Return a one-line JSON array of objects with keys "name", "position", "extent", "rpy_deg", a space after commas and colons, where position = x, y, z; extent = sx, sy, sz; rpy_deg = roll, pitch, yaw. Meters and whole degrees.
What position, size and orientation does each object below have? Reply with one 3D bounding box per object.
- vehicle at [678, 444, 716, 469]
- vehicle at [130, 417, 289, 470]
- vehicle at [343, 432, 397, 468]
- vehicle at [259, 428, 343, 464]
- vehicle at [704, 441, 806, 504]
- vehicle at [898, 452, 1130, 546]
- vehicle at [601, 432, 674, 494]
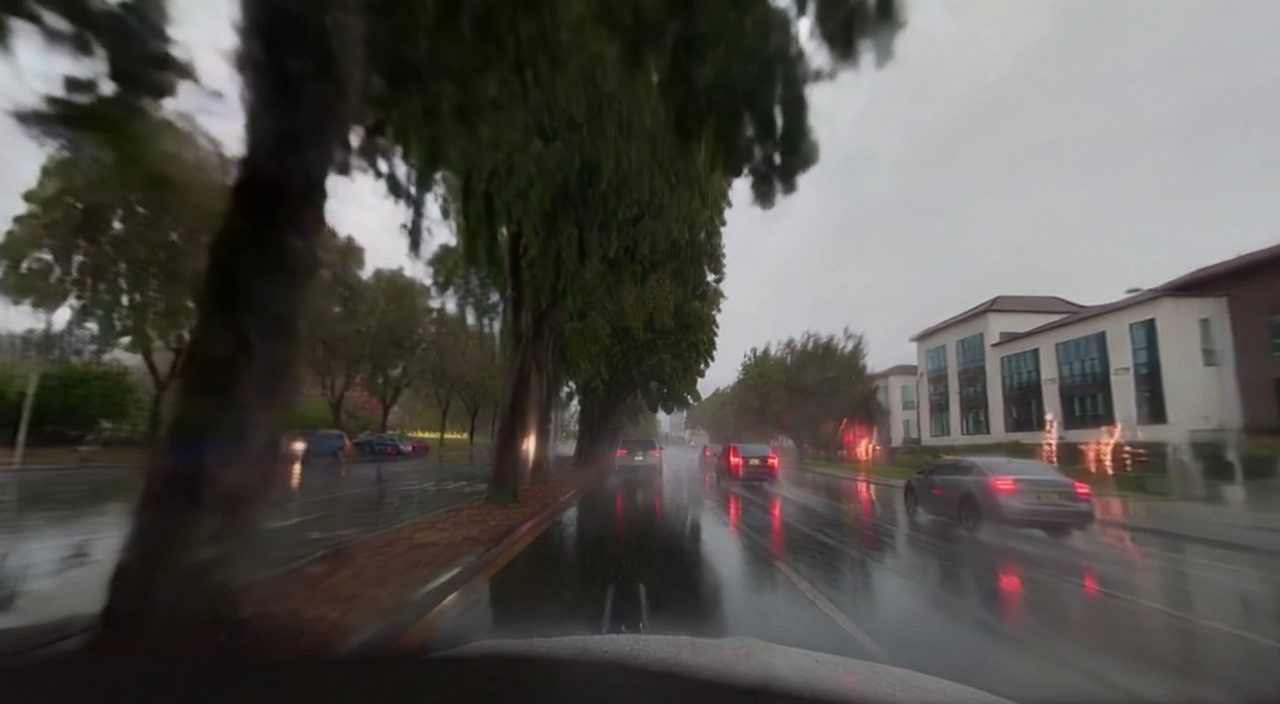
[{"name": "vehicle", "position": [3.602, 6.693, 40.422], "extent": [2.012, 1.462, 4.163], "rpy_deg": [0, -8, -1]}, {"name": "vehicle", "position": [-18.748, 4.077, 27.955], "extent": [2.226, 2.019, 6.809], "rpy_deg": [0, -8, 0]}, {"name": "vehicle", "position": [-13.218, 4.808, 30.905], "extent": [2.161, 1.642, 4.587], "rpy_deg": [3, -9, -21]}, {"name": "vehicle", "position": [-18.567, 5.190, 34.646], "extent": [1.915, 1.824, 4.760], "rpy_deg": [0, -8, 1]}, {"name": "vehicle", "position": [2.968, 3.202, 17.178], "extent": [1.932, 1.510, 4.168], "rpy_deg": [0, -8, -1]}, {"name": "vehicle", "position": [7.030, 2.762, 12.480], "extent": [1.944, 1.458, 4.268], "rpy_deg": [0, -8, -1]}, {"name": "vehicle", "position": [-0.056, 3.370, 19.413], "extent": [2.008, 1.674, 4.239], "rpy_deg": [0, -8, 0]}]
